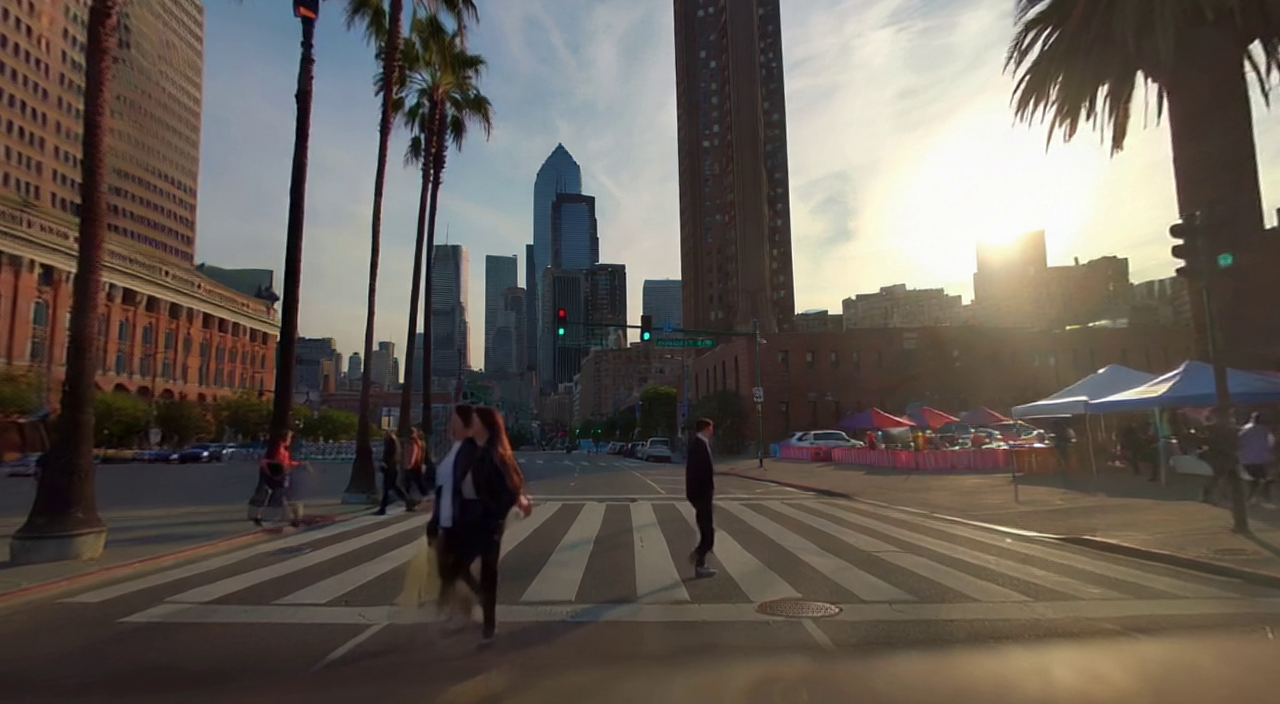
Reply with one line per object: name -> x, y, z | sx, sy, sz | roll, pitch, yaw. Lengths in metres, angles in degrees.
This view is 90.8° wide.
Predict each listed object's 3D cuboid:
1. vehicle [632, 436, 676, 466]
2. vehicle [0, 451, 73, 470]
vehicle -> 0.932, 7.288, 46.538 | 2.322, 2.071, 5.366 | 1, -9, -9
vehicle -> -46.209, 8.170, 47.594 | 2.121, 1.294, 5.167 | 0, -8, 1
